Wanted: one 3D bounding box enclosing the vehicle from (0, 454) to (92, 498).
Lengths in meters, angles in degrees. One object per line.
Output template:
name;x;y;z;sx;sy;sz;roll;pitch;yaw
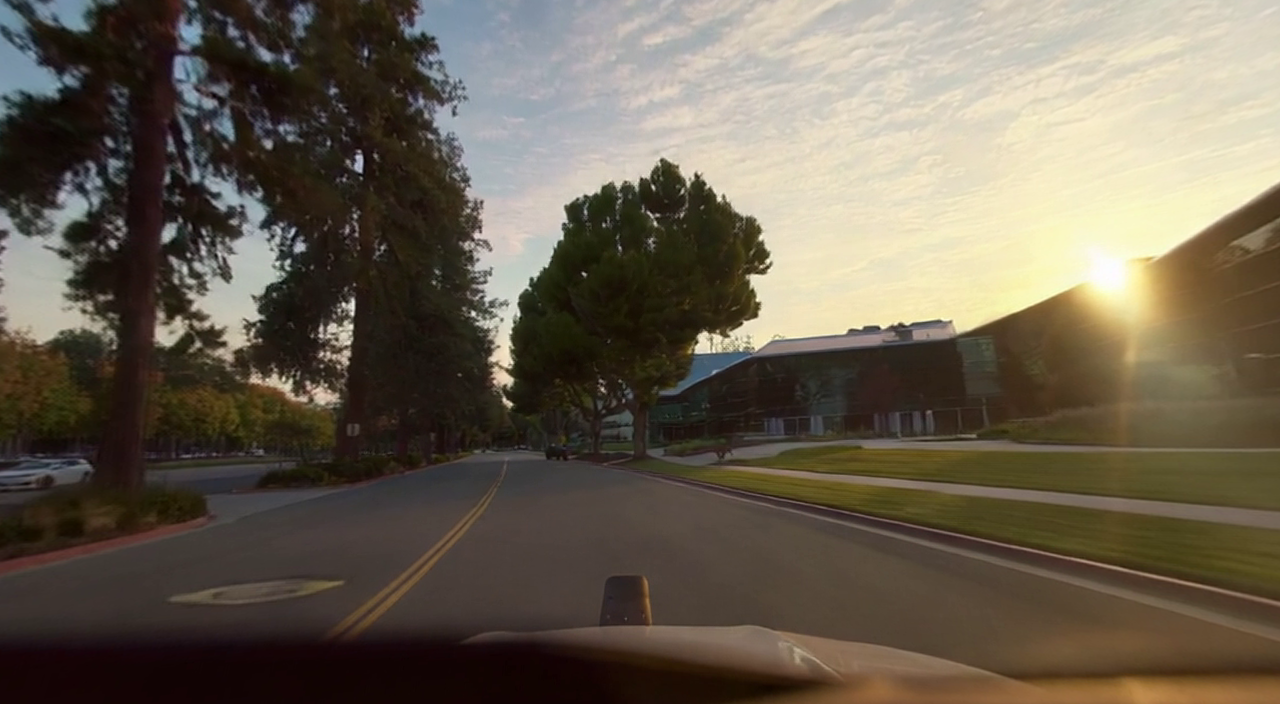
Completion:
vehicle;-26.432;5.272;27.197;1.929;1.650;4.638;1;-9;-9
